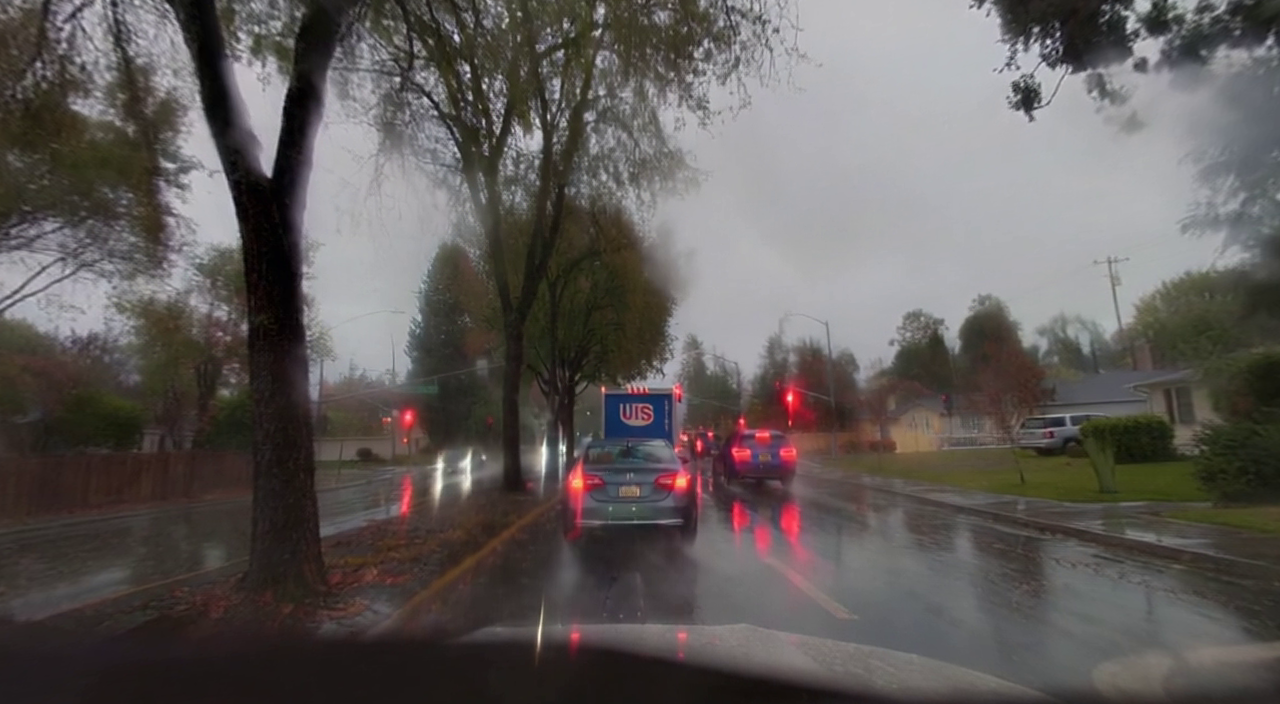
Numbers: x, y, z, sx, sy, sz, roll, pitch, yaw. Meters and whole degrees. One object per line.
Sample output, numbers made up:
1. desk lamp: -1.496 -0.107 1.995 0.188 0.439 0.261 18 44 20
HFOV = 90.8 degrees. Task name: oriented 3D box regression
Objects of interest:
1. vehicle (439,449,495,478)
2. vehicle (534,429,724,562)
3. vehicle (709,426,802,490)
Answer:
1. vehicle: -9.755 6.313 36.003 1.950 1.467 4.270 0 -8 1
2. vehicle: -0.156 1.937 9.303 2.135 1.483 4.207 0 -8 -1
3. vehicle: 3.617 3.438 20.774 2.145 1.847 4.524 0 -8 -1
